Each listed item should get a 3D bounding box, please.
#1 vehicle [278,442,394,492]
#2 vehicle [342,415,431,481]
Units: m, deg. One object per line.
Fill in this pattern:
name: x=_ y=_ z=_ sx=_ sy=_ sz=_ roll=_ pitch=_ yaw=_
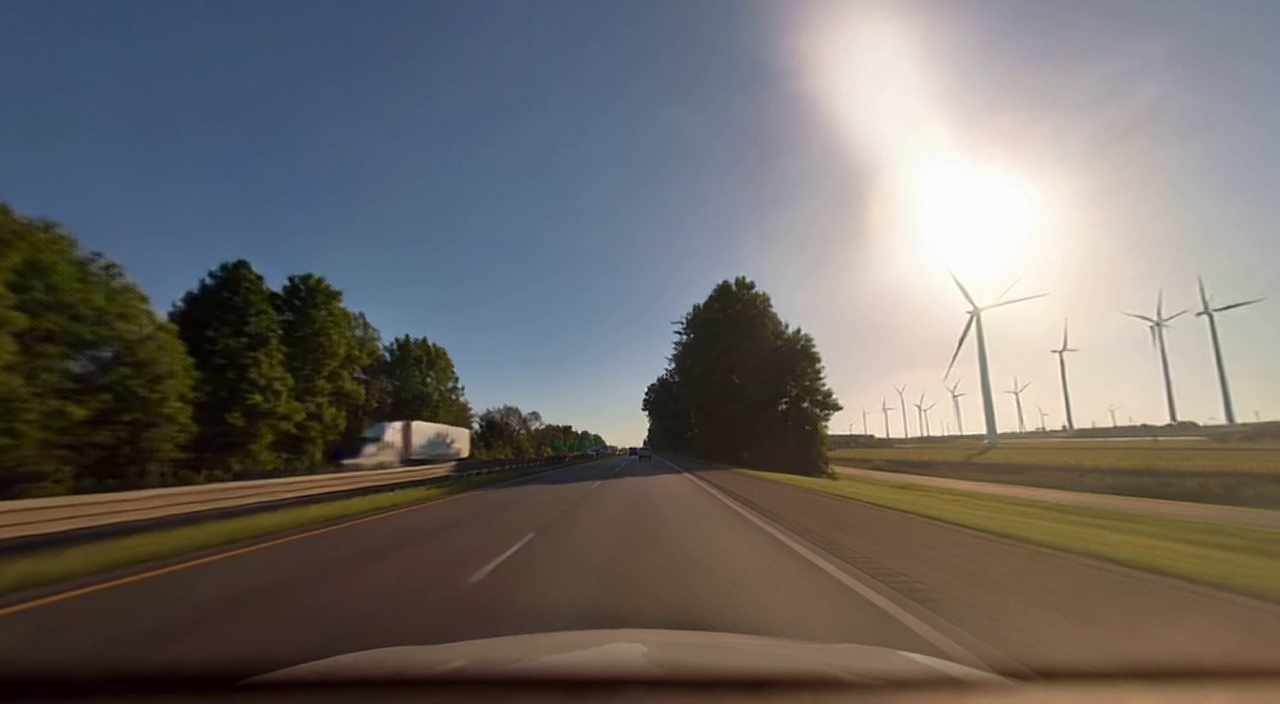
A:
vehicle: x=-11.838 y=4.507 z=25.023 sx=2.074 sy=1.760 sz=4.985 roll=0 pitch=-9 yaw=1
vehicle: x=-16.179 y=6.240 z=40.817 sx=3.019 sy=3.860 sz=6.067 roll=-1 pitch=-9 yaw=1
